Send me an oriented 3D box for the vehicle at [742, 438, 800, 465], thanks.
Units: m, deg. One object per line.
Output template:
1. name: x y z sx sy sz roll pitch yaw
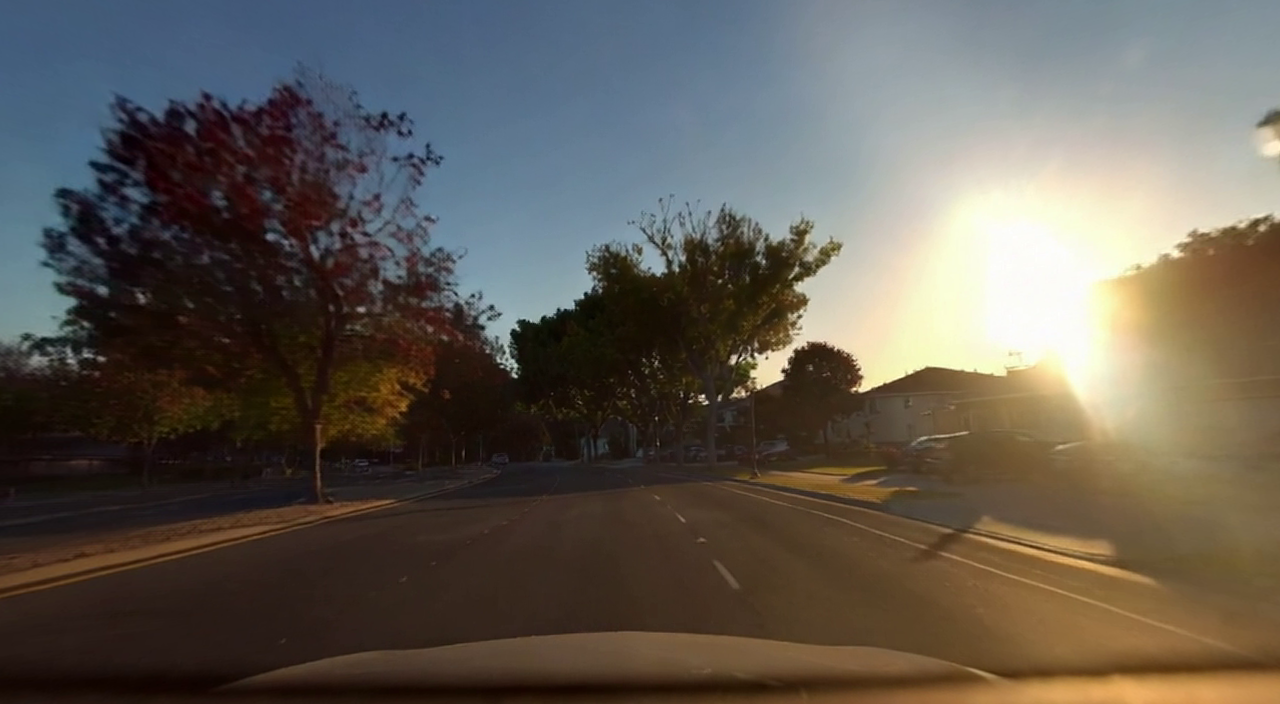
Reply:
1. vehicle: 9.751 7.355 46.880 2.110 1.863 4.977 -9 -12 37
